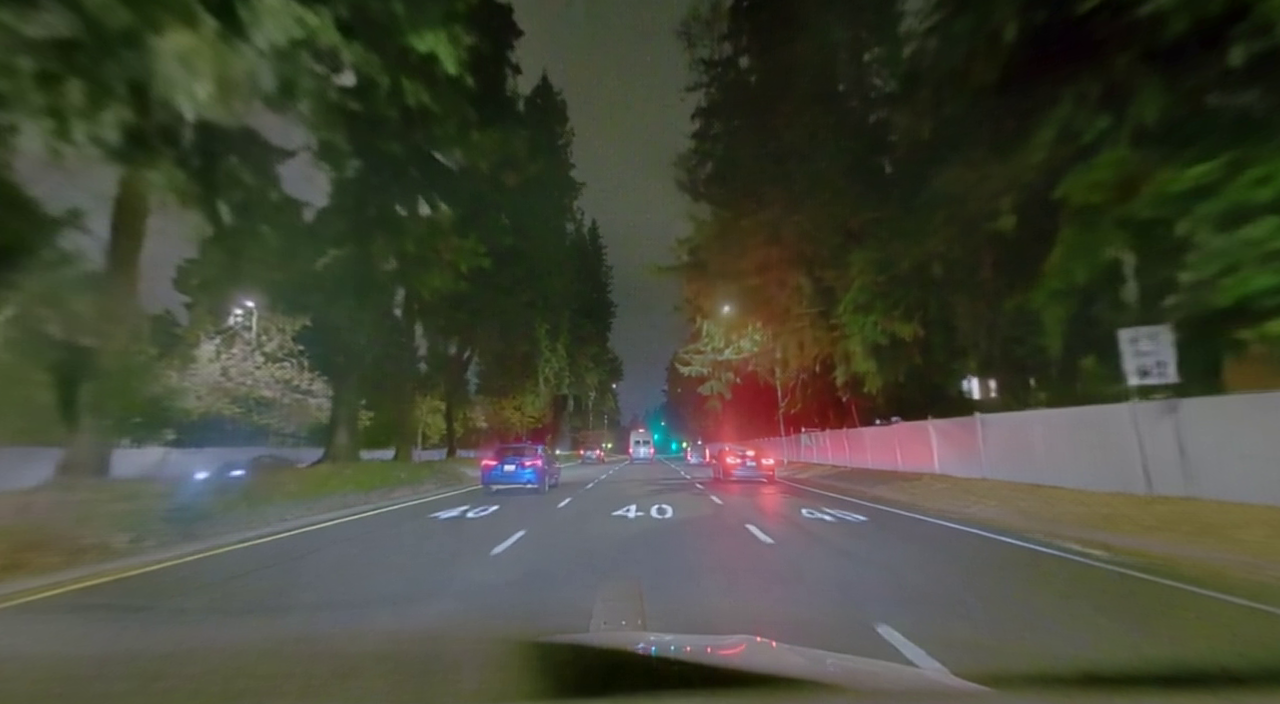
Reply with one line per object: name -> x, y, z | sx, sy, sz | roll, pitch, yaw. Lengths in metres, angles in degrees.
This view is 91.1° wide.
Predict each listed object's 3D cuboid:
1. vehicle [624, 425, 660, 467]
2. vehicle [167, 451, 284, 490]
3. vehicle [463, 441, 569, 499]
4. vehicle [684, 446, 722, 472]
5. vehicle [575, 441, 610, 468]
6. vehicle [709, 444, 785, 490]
vehicle -> 0.181, 6.618, 44.108 | 2.311, 2.726, 5.814 | 0, -8, 1
vehicle -> -17.821, 5.072, 27.299 | 1.852, 1.471, 4.746 | 0, -8, 0
vehicle -> -3.435, 3.354, 18.377 | 2.036, 1.474, 4.647 | 0, -8, 2
vehicle -> 3.896, 6.705, 39.639 | 1.905, 1.520, 4.340 | 2, -8, -1
vehicle -> -3.199, 7.047, 43.308 | 2.021, 1.715, 4.329 | 0, -8, 1
vehicle -> 3.681, 4.019, 22.362 | 1.945, 1.469, 4.258 | 0, -8, 0
